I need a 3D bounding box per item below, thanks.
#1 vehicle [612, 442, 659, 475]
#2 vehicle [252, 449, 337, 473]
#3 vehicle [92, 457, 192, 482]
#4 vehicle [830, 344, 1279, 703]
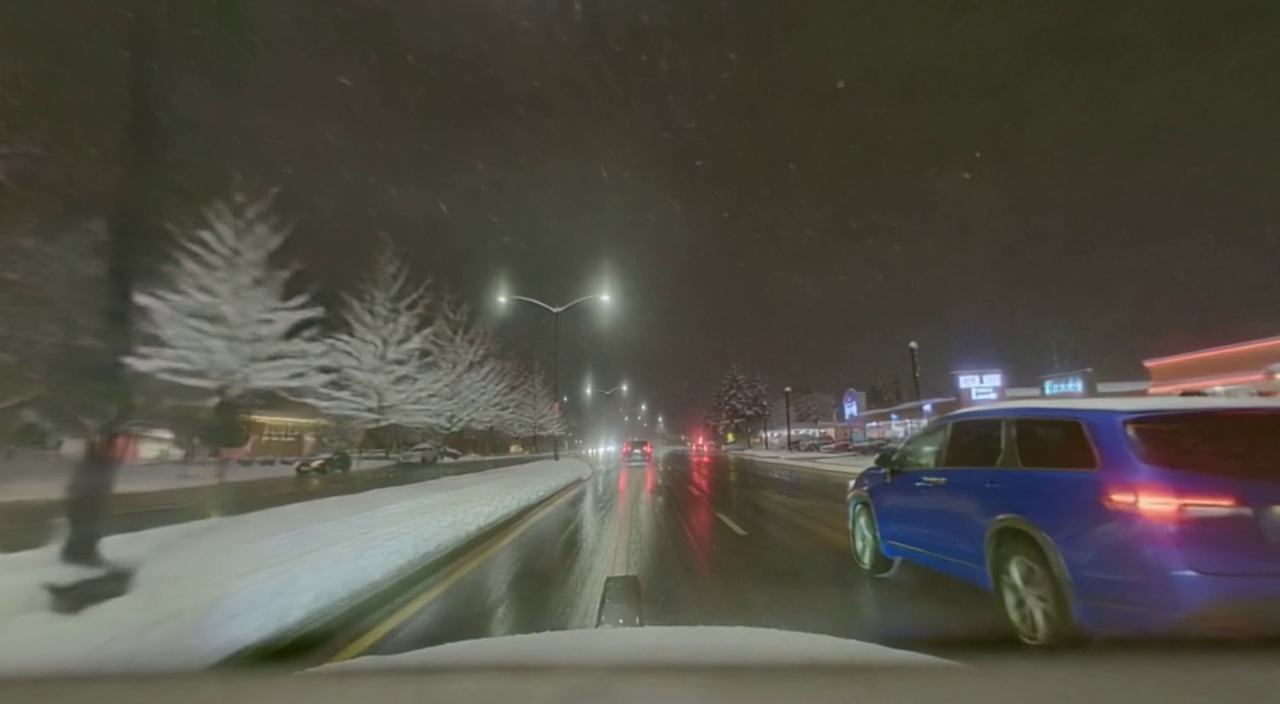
[{"bbox_3d":[-0.233,5.104,30.579,2.126,1.475,3.967,0,-8,-1],"label":"vehicle"},{"bbox_3d":[-23.354,7.361,42.819,4.625,1.516,2.007,0,-8,2],"label":"vehicle"},{"bbox_3d":[-32.510,7.666,41.432,4.741,1.442,1.957,4,-10,-27],"label":"vehicle"},{"bbox_3d":[3.218,1.132,4.713,2.110,1.698,4.397,0,-9,-2],"label":"vehicle"}]
